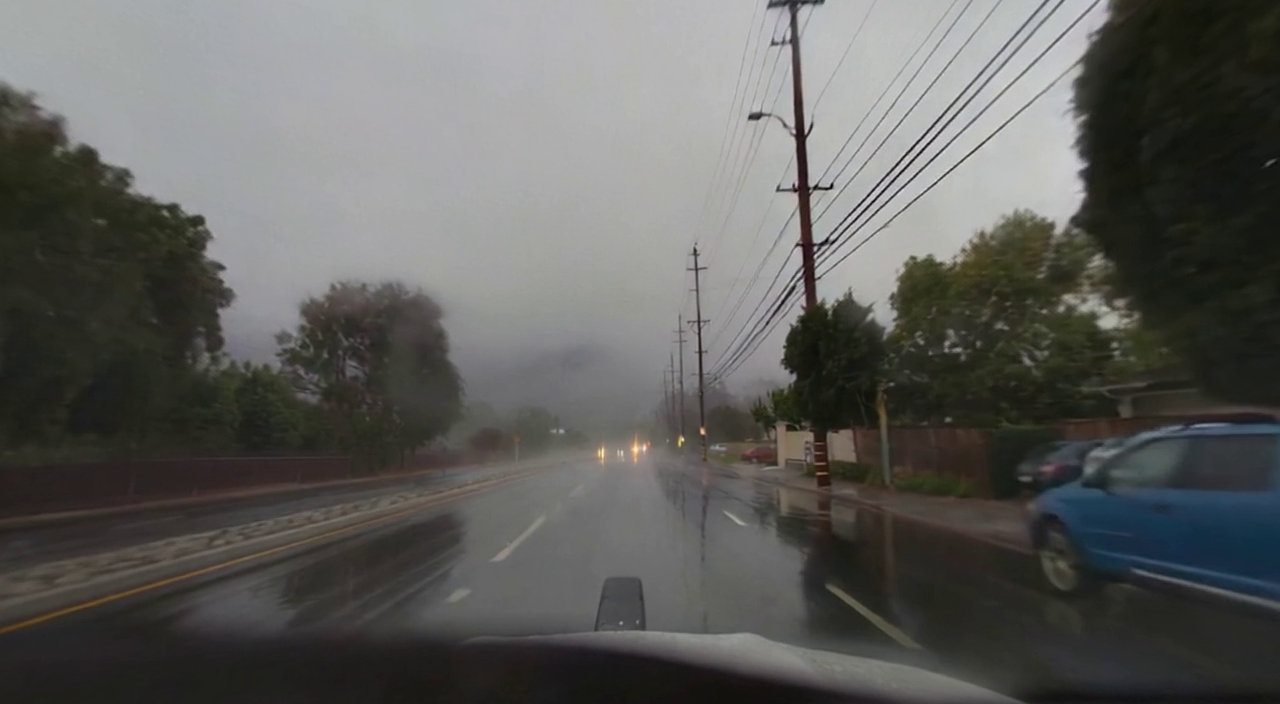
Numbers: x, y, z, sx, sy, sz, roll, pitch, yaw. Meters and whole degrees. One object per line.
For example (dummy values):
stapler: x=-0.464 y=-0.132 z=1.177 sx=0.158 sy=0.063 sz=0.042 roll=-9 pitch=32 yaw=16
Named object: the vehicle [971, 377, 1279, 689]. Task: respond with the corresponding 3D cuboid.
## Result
vehicle: x=4.584 y=1.091 z=4.134 sx=2.092 sy=1.713 sz=4.830 roll=0 pitch=-8 yaw=-1
